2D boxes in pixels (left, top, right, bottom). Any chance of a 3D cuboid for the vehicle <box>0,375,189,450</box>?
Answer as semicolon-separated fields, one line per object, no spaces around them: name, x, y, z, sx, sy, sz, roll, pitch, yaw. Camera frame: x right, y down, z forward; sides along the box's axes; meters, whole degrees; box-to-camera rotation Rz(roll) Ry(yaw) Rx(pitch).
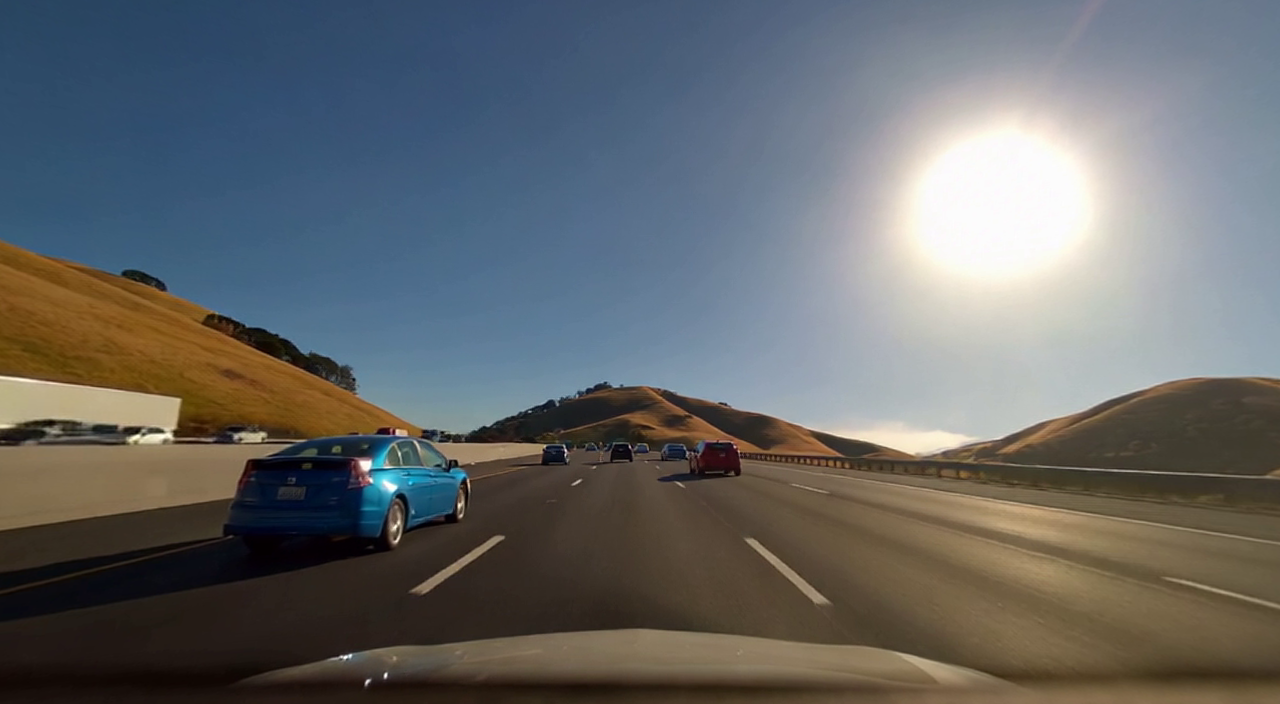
vehicle;-36.202;4.186;40.180;2.975;3.991;16.880;1;-9;-2

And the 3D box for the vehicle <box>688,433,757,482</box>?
vehicle;3.299;4.351;26.179;2.222;1.820;4.733;0;-9;0

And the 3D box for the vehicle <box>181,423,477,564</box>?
vehicle;-3.963;1.867;9.056;1.993;1.500;4.248;0;-9;1

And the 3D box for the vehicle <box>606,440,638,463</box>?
vehicle;-1.240;7.141;45.246;2.147;1.572;4.094;0;-9;0

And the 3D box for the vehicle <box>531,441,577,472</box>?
vehicle;-4.345;5.336;32.322;1.796;1.464;3.839;0;-9;0
